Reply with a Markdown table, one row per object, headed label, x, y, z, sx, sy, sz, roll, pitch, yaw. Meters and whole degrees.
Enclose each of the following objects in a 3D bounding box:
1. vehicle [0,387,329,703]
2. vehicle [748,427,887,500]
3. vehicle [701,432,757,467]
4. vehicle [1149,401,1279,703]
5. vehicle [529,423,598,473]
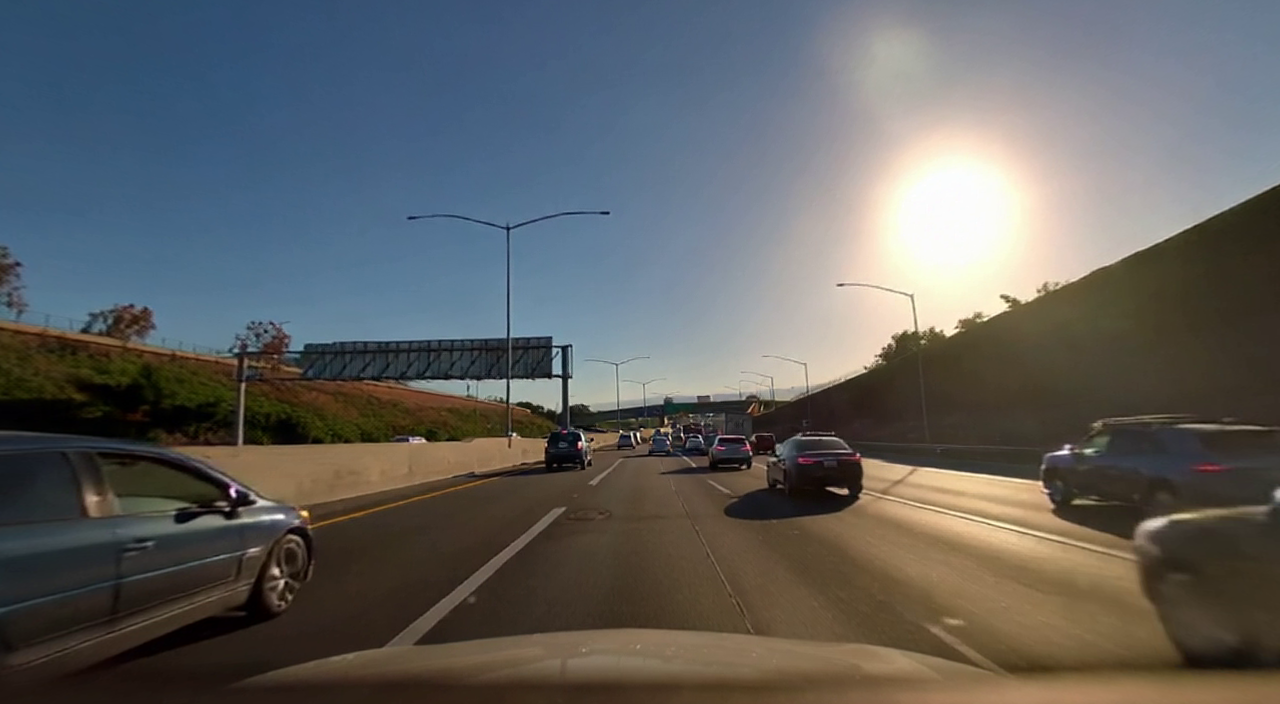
| label | x | y | z | sx | sy | sz | roll | pitch | yaw |
| --- | --- | --- | --- | --- | --- | --- | --- | --- | --- |
| vehicle | -3.624 | 0.954 | 3.072 | 1.914 | 1.476 | 4.416 | 0 | -8 | 1 |
| vehicle | 4.064 | 2.644 | 15.420 | 1.999 | 1.482 | 4.743 | 0 | -8 | 0 |
| vehicle | 3.952 | 4.418 | 28.694 | 1.933 | 1.492 | 4.125 | 0 | -8 | 0 |
| vehicle | 3.984 | 0.748 | 1.302 | 2.088 | 1.491 | 4.549 | 0 | -8 | 1 |
| vehicle | -2.854 | 3.691 | 24.456 | 2.006 | 1.741 | 4.277 | 0 | -8 | 2 |
